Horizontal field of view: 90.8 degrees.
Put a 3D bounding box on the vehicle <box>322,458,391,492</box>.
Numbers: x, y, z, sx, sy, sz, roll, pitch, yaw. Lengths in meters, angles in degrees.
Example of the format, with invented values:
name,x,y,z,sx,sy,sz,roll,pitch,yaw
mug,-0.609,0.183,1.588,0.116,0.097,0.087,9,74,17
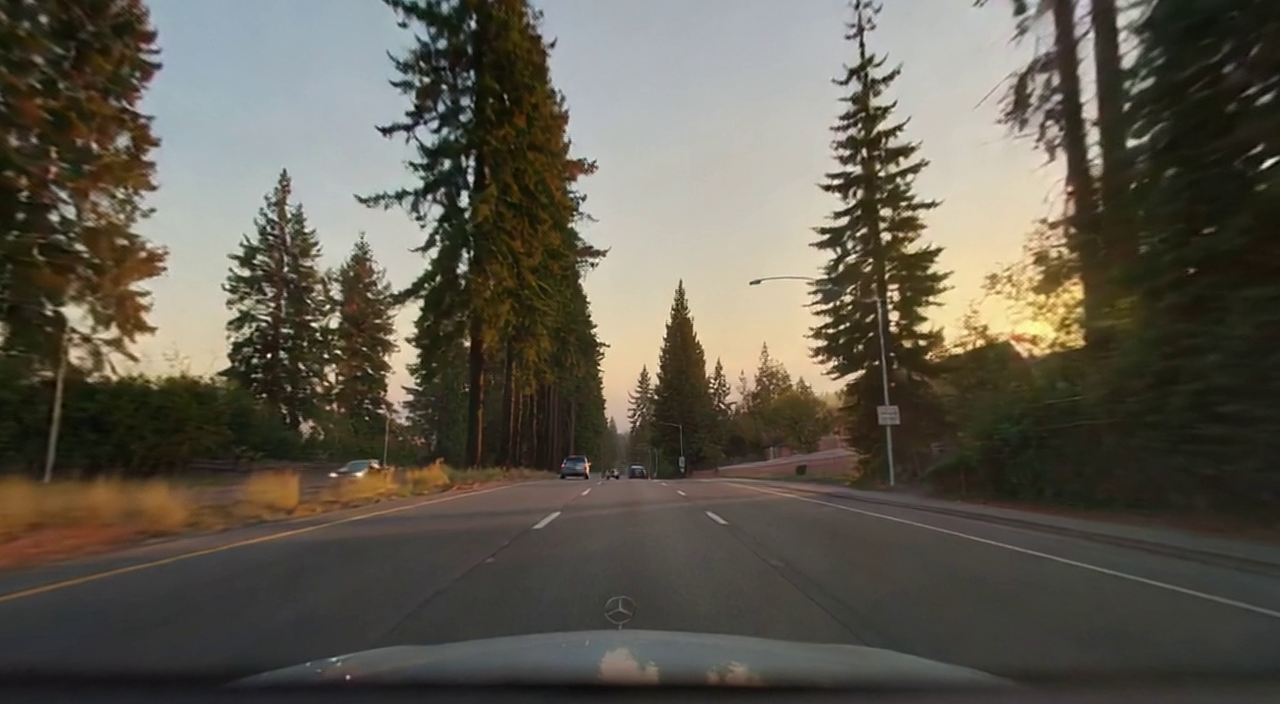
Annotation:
name,x,y,z,sx,sy,sz,roll,pitch,yaw
vehicle,-16.765,7.275,37.668,2.069,1.776,4.803,0,-9,-3

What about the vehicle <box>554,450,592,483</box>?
name,x,y,z,sx,sy,sz,roll,pitch,yaw
vehicle,-4.850,8.308,46.290,2.323,2.252,4.808,0,-9,-1
